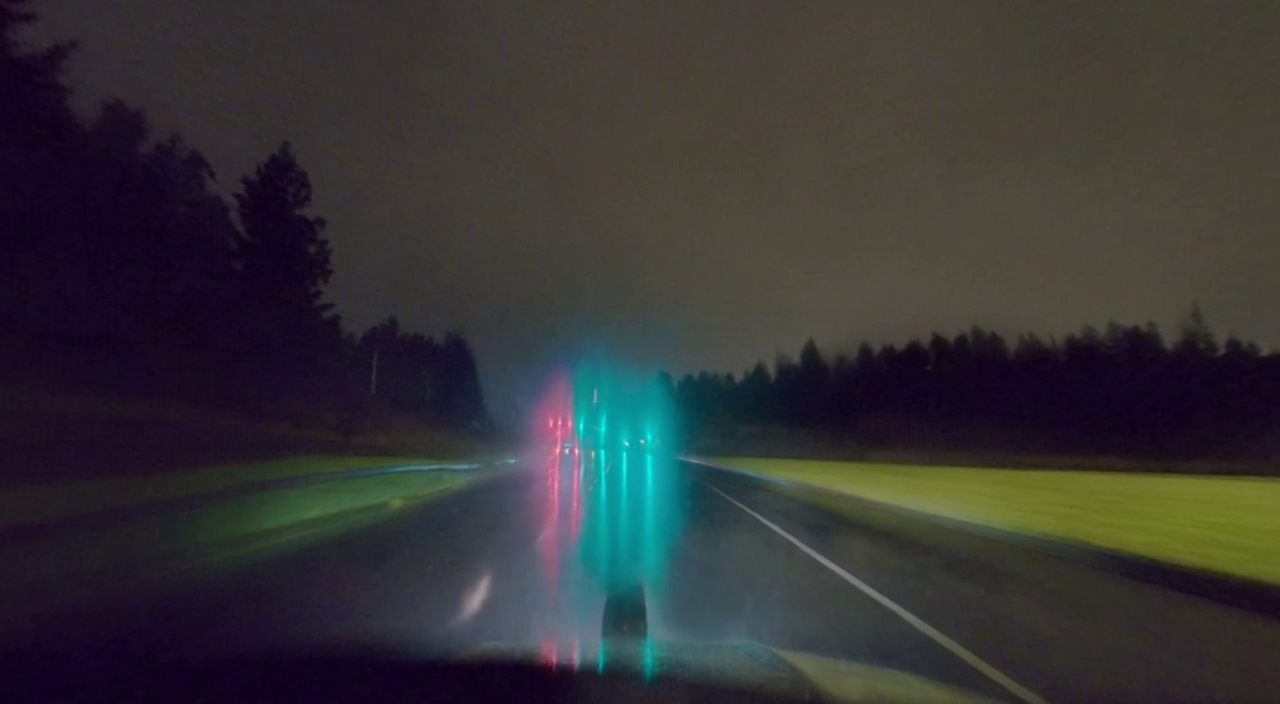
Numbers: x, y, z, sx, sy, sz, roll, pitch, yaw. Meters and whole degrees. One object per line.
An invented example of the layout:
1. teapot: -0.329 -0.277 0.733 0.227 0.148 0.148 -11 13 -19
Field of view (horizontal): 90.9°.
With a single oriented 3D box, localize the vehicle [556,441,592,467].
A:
1. vehicle: -4.060 6.301 39.237 1.968 1.503 4.443 0 -8 -3
